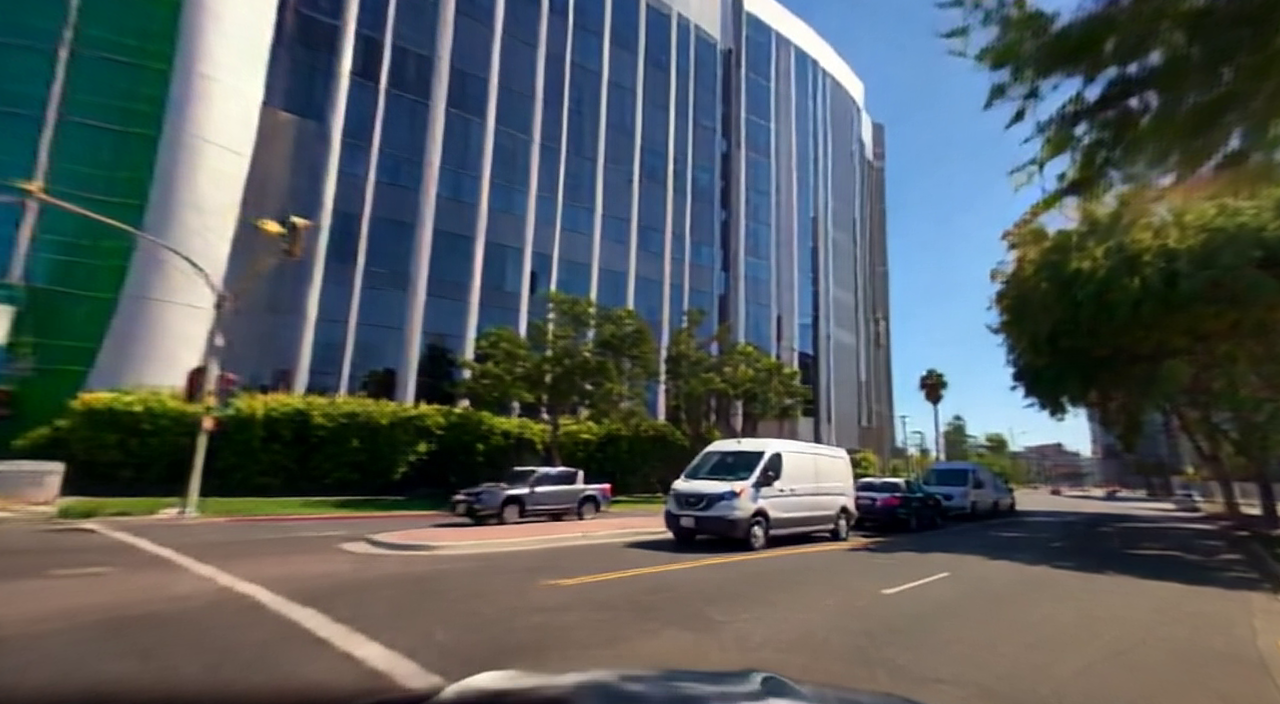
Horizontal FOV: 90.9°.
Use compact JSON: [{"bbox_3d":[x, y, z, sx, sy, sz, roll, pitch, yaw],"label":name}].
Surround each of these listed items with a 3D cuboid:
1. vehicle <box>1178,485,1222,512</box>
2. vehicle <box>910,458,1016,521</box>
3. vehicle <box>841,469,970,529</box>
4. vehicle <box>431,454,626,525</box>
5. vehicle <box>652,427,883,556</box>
[{"bbox_3d":[36.021,9.381,40.557,1.899,1.470,3.666,-8,-13,40],"label":"vehicle"},{"bbox_3d":[11.947,4.972,23.176,2.148,2.024,4.884,-8,-14,41],"label":"vehicle"},{"bbox_3d":[7.836,4.195,18.372,1.853,1.495,4.632,-11,-15,41],"label":"vehicle"},{"bbox_3d":[-2.592,3.324,15.574,1.868,1.472,4.470,-9,-14,42],"label":"vehicle"},{"bbox_3d":[2.767,2.727,12.702,2.104,2.013,5.252,-11,-15,40],"label":"vehicle"}]
